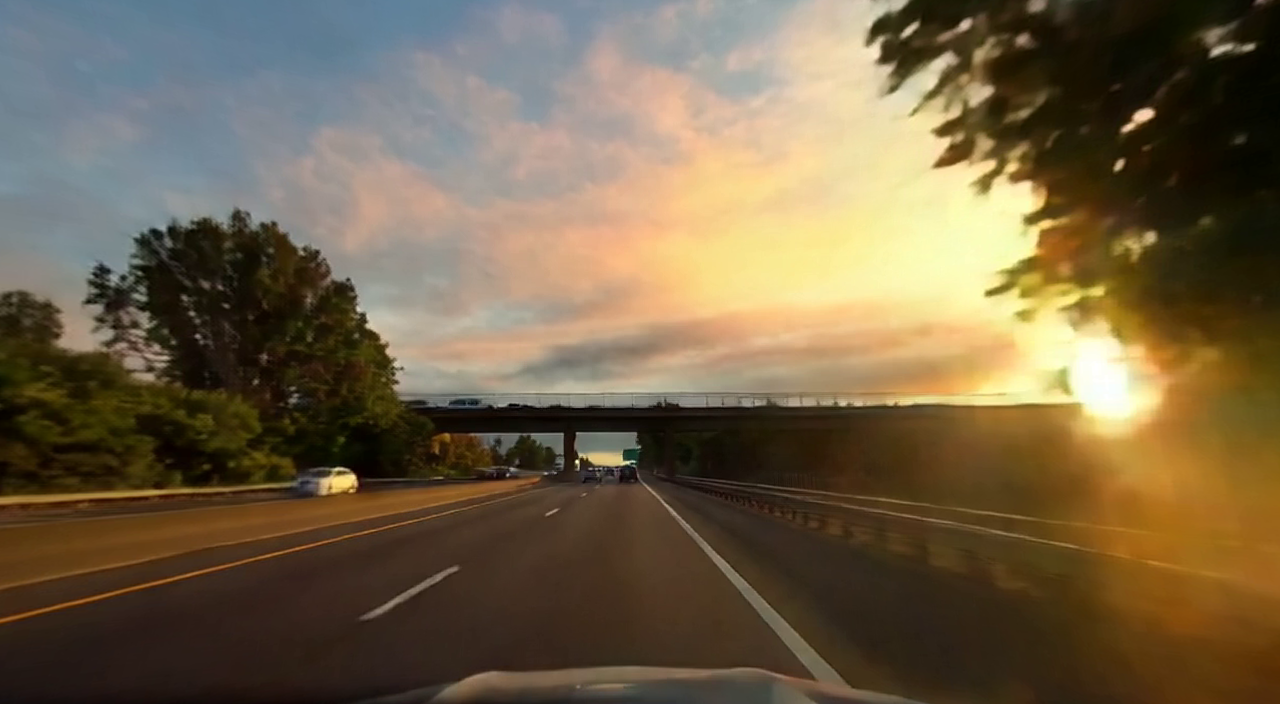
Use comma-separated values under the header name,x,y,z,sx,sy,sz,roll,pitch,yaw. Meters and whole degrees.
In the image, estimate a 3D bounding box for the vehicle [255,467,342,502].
name,x,y,z,sx,sy,sz,roll,pitch,yaw
vehicle,-17.081,6.619,31.765,1.964,1.590,4.242,1,-11,0
